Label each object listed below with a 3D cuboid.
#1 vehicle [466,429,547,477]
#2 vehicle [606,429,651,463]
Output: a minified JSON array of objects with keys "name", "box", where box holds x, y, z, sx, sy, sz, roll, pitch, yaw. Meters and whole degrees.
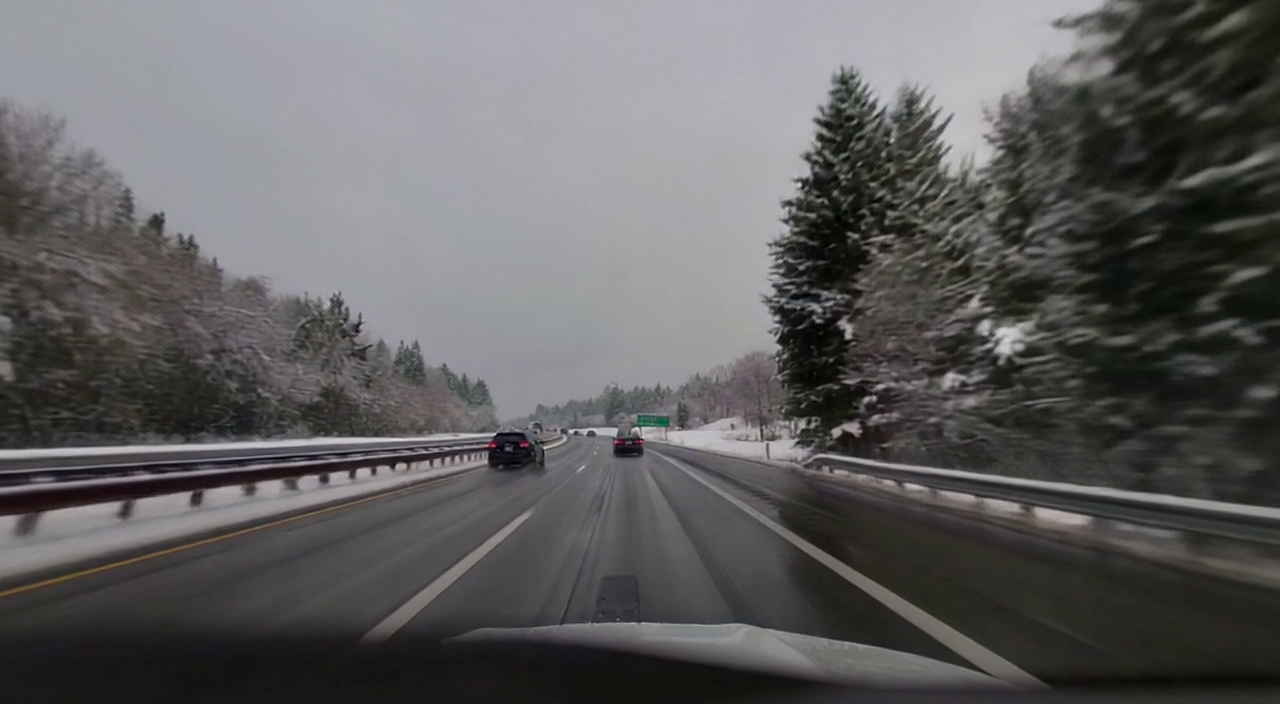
[{"name":"vehicle","box":[-4.577,3.512,22.211,1.975,1.518,4.242,0,-8,-1]},{"name":"vehicle","box":[-0.613,4.863,32.707,2.162,1.616,4.242,0,-8,-1]}]
